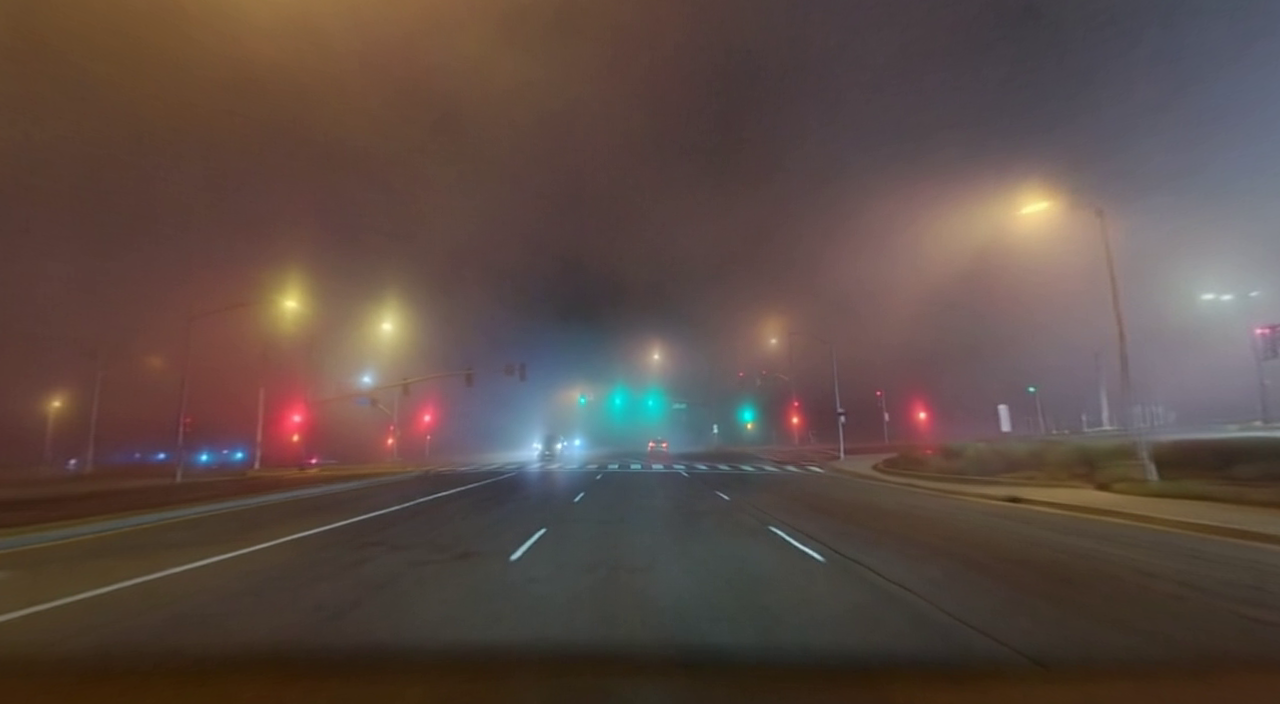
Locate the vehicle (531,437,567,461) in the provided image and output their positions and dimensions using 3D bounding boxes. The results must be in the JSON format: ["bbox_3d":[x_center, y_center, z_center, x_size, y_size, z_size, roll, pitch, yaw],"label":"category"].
[{"bbox_3d":[-6.889,7.399,48.420,2.074,1.692,4.333,-1,-8,0],"label":"vehicle"}]
